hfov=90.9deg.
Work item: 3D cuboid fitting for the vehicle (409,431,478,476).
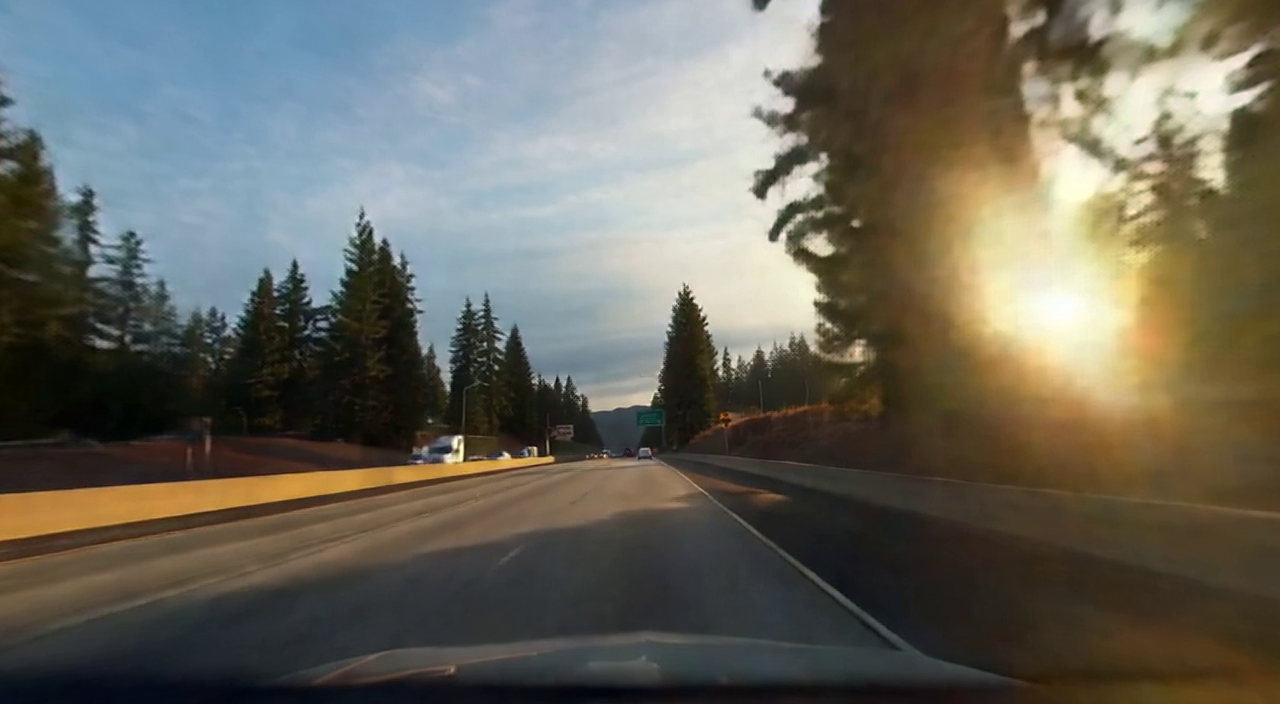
[{"bbox_3d":[-14.874,7.712,48.346,2.935,3.173,7.113,0,-8,0],"label":"vehicle"}]

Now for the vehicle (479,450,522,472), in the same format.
[{"bbox_3d":[-10.780,8.421,49.145,2.129,1.560,4.733,0,-8,2],"label":"vehicle"}]
